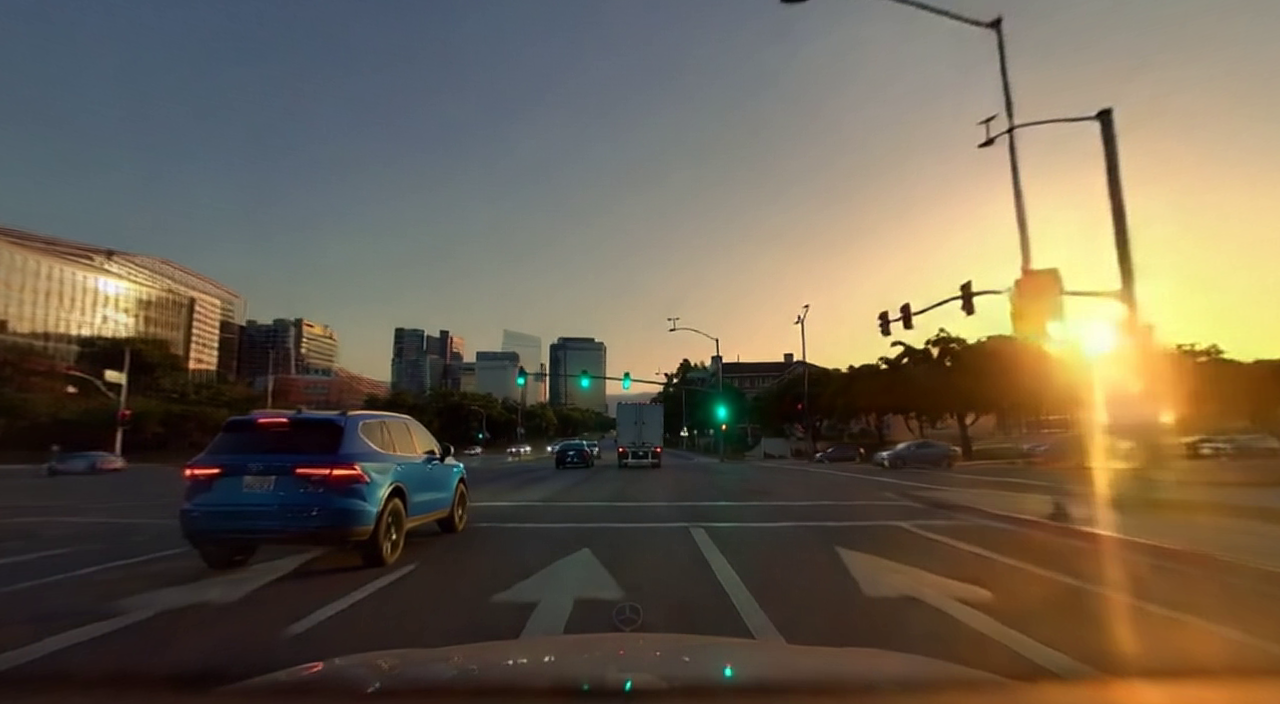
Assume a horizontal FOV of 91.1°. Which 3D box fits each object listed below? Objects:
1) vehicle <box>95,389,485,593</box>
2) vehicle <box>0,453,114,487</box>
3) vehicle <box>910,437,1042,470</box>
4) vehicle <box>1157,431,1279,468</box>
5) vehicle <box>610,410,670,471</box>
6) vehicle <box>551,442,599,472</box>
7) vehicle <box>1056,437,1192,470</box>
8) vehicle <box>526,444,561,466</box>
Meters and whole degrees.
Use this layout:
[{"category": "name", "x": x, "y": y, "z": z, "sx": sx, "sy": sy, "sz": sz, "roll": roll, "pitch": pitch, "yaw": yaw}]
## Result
[{"category": "vehicle", "x": -3.779, "y": 1.610, "z": 8.203, "sx": 2.178, "sy": 1.826, "sz": 4.933, "roll": 0, "pitch": -8, "yaw": 1}, {"category": "vehicle", "x": -28.992, "y": 5.766, "z": 30.980, "sx": 1.868, "sy": 1.465, "sz": 4.810, "roll": 0, "pitch": -8, "yaw": 0}, {"category": "vehicle", "x": 15.708, "y": 4.764, "z": 29.522, "sx": 4.983, "sy": 1.511, "sz": 2.077, "roll": 0, "pitch": -8, "yaw": -1}, {"category": "vehicle", "x": 30.639, "y": 5.068, "z": 32.635, "sx": 5.530, "sy": 1.827, "sz": 2.161, "roll": 0, "pitch": -8, "yaw": 0}, {"category": "vehicle", "x": 0.048, "y": 4.889, "z": 34.595, "sx": 2.993, "sy": 3.051, "sz": 6.692, "roll": 0, "pitch": -8, "yaw": 1}, {"category": "vehicle", "x": -3.310, "y": 5.452, "z": 32.869, "sx": 2.023, "sy": 1.483, "sz": 4.143, "roll": 0, "pitch": -8, "yaw": 1}, {"category": "vehicle", "x": 22.755, "y": 4.794, "z": 29.629, "sx": 4.716, "sy": 1.494, "sz": 2.001, "roll": 0, "pitch": -8, "yaw": 0}, {"category": "vehicle", "x": -7.007, "y": 7.533, "z": 46.075, "sx": 1.933, "sy": 1.477, "sz": 4.119, "roll": 0, "pitch": -8, "yaw": 0}]
